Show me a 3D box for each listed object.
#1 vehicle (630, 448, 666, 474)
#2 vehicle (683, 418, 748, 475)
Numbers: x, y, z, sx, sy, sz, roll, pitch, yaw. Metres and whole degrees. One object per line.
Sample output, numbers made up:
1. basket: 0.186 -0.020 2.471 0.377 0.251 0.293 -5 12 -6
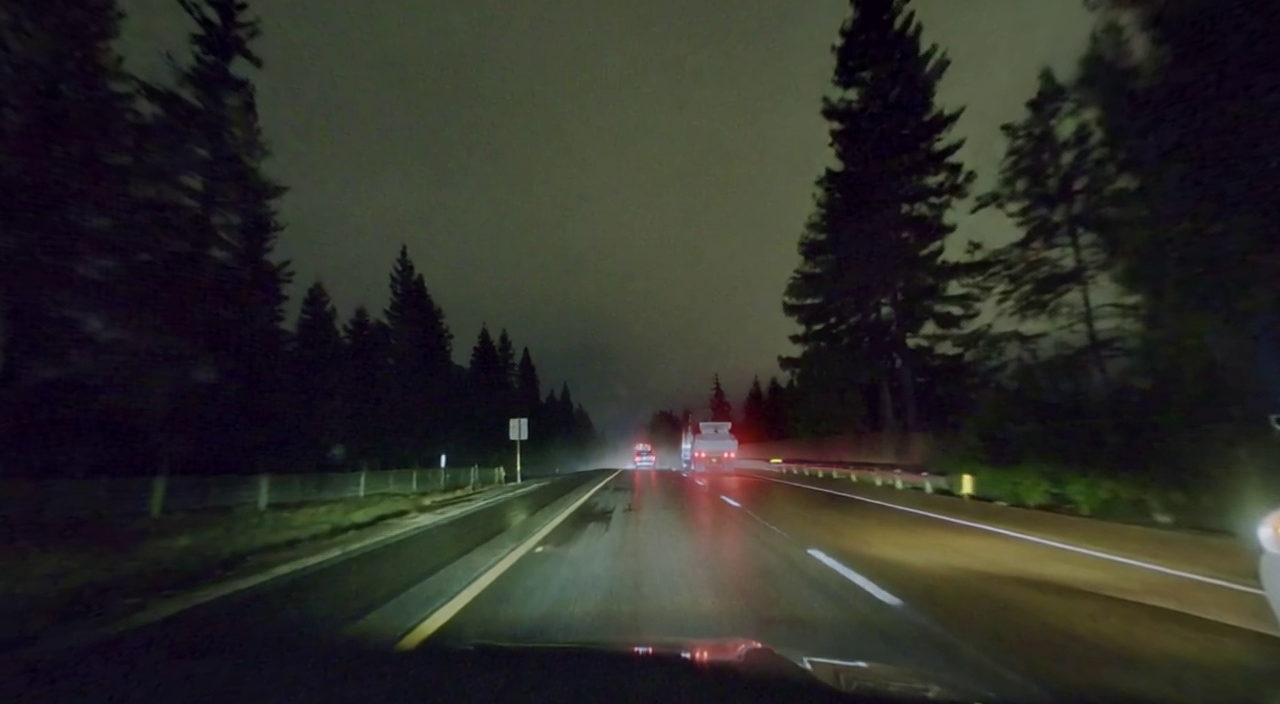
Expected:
1. vehicle: 0.495 6.926 40.085 2.170 1.544 4.373 0 -9 1
2. vehicle: 4.560 5.957 39.619 3.015 3.211 7.982 0 -9 -1
